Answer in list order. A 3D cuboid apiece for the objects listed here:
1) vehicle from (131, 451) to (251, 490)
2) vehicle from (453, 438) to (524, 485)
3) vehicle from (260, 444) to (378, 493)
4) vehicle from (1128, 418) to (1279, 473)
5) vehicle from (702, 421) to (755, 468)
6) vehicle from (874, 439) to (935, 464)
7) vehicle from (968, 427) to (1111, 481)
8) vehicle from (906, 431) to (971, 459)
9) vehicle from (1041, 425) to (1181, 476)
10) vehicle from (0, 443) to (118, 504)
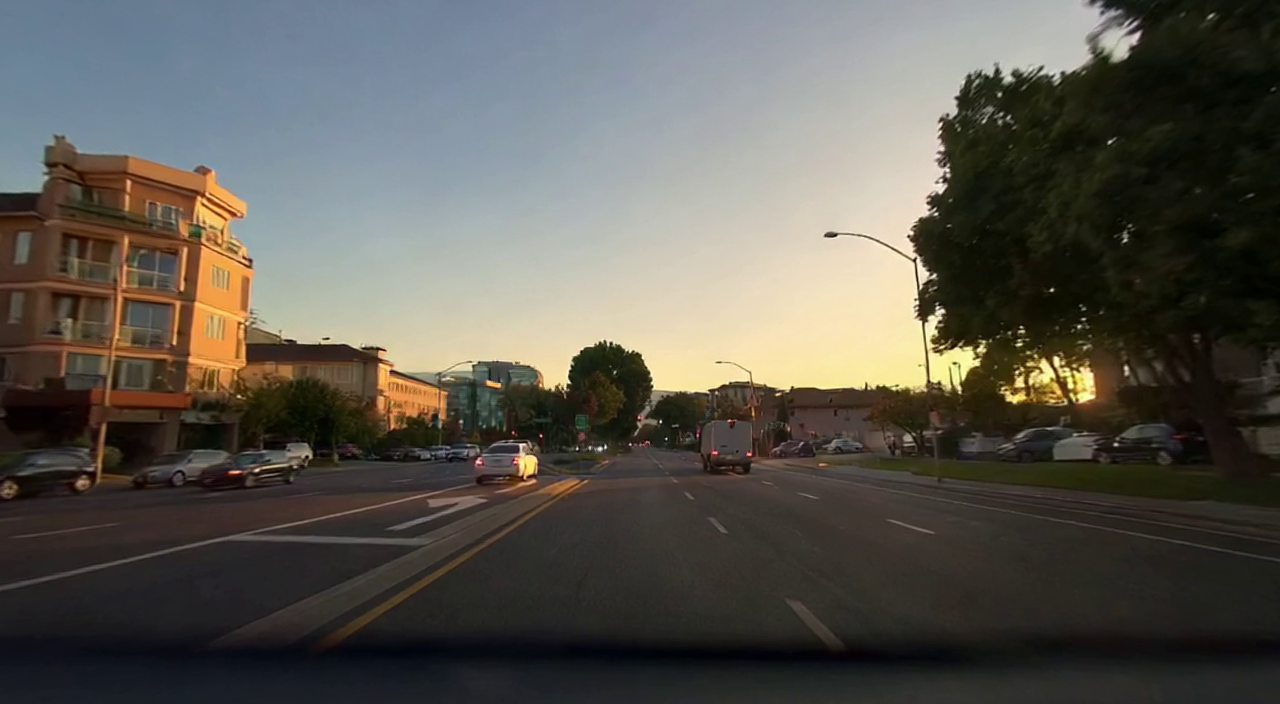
[{"bbox_3d":[-18.991,4.999,26.927,1.867,1.475,4.369,0,-9,1],"label":"vehicle"},{"bbox_3d":[-5.827,4.259,24.779,2.002,1.635,4.271,1,-9,-4],"label":"vehicle"},{"bbox_3d":[-11.298,4.097,22.537,1.961,1.559,4.269,0,-9,0],"label":"vehicle"},{"bbox_3d":[20.175,3.299,22.397,2.020,1.727,4.526,-1,-8,1],"label":"vehicle"},{"bbox_3d":[6.564,7.045,47.814,2.802,3.208,7.459,1,-9,-2],"label":"vehicle"},{"bbox_3d":[17.713,6.636,42.402,1.957,1.501,4.308,-2,-8,-3],"label":"vehicle"},{"bbox_3d":[14.575,3.751,23.389,2.158,1.736,4.713,-2,-8,0],"label":"vehicle"},{"bbox_3d":[20.218,6.342,42.899,2.012,1.709,4.574,-1,-9,-2],"label":"vehicle"},{"bbox_3d":[17.122,3.623,23.214,1.931,1.699,4.307,0,-9,3],"label":"vehicle"},{"bbox_3d":[-18.833,3.611,19.047,2.009,1.692,4.708,0,-9,0],"label":"vehicle"}]
